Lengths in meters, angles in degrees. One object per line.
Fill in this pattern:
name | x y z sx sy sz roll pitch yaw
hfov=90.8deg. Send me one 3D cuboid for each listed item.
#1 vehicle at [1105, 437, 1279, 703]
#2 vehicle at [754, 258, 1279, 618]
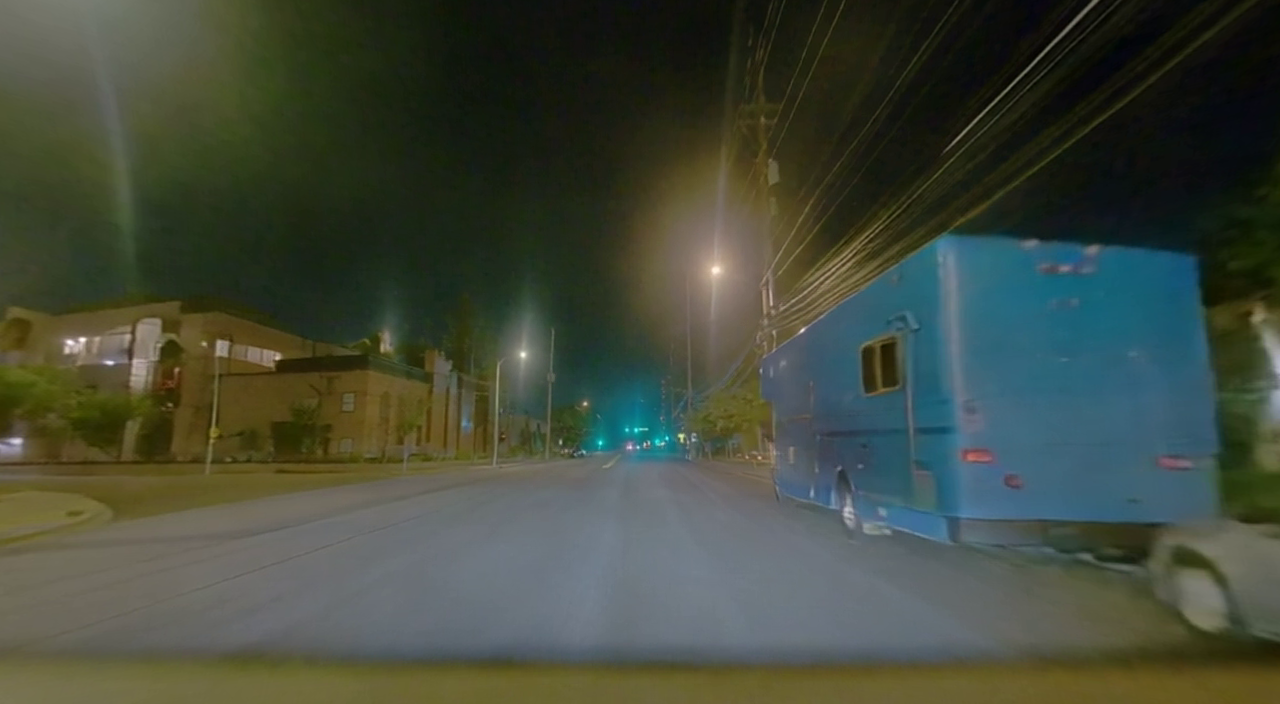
vehicle | 4.432 1.109 2.770 1.852 1.497 3.672 -2 -9 -2
vehicle | 4.254 1.378 10.105 3.110 3.241 8.788 0 -9 -1
